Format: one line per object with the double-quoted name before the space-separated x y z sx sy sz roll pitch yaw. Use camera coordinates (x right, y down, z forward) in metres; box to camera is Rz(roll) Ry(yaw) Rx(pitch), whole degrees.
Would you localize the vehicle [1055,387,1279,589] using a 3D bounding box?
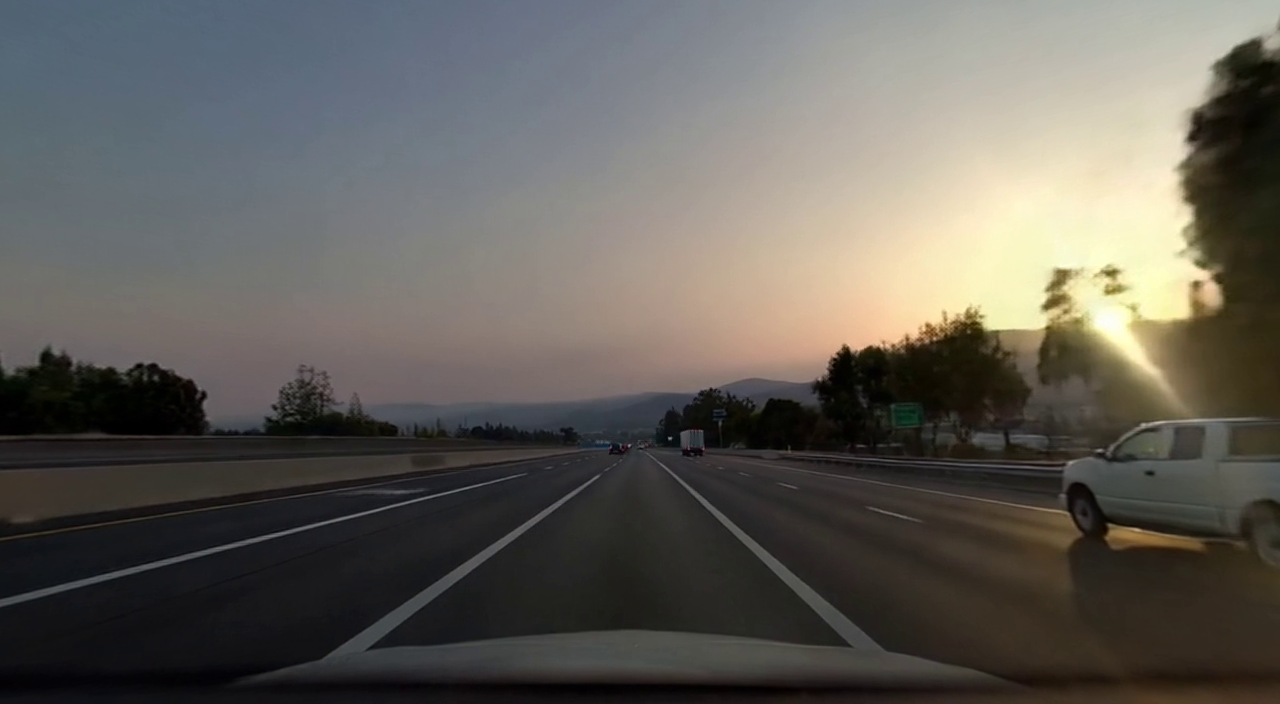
"vehicle" 6.721 1.295 6.191 2.096 1.767 4.601 0 -9 0
